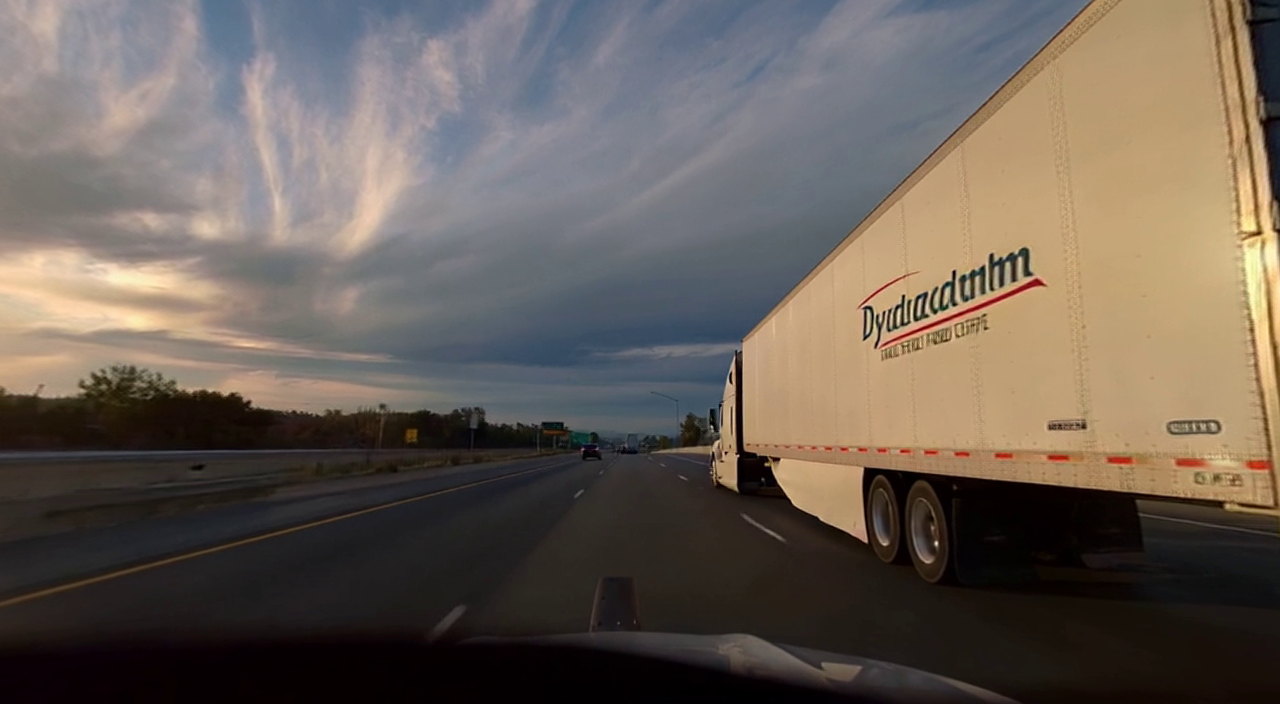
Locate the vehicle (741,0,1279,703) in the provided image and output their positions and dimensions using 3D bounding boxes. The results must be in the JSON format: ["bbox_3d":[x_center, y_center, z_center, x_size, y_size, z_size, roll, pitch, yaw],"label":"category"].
[{"bbox_3d":[3.982,0.520,9.241,2.962,4.132,12.720,0,-8,0],"label":"vehicle"}]

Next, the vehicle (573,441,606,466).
[{"bbox_3d":[-3.446,6.994,43.807,2.030,1.657,3.926,0,-8,0],"label":"vehicle"}]
